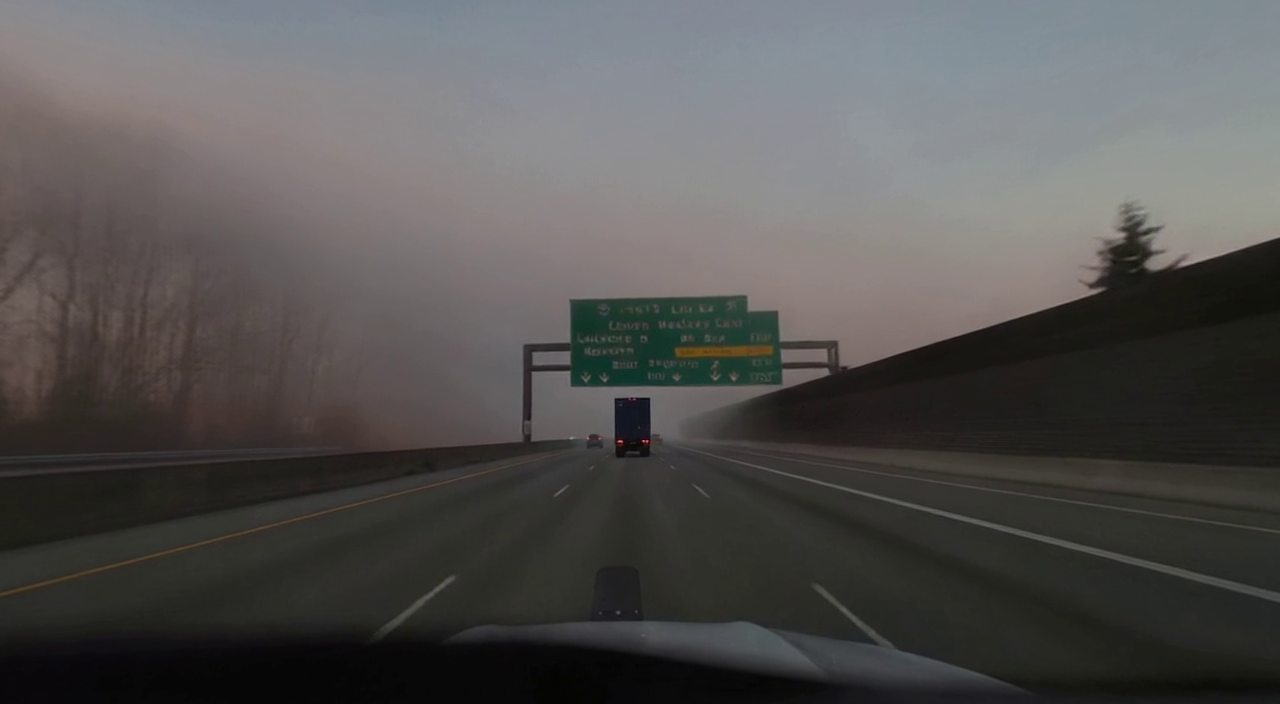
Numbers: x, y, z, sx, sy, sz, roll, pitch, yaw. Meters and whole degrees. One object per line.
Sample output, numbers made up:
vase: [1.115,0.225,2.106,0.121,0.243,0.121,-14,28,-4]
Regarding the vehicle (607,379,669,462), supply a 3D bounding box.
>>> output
vehicle: [-0.179,4.358,38.286,2.965,3.972,16.689,0,-8,-1]
